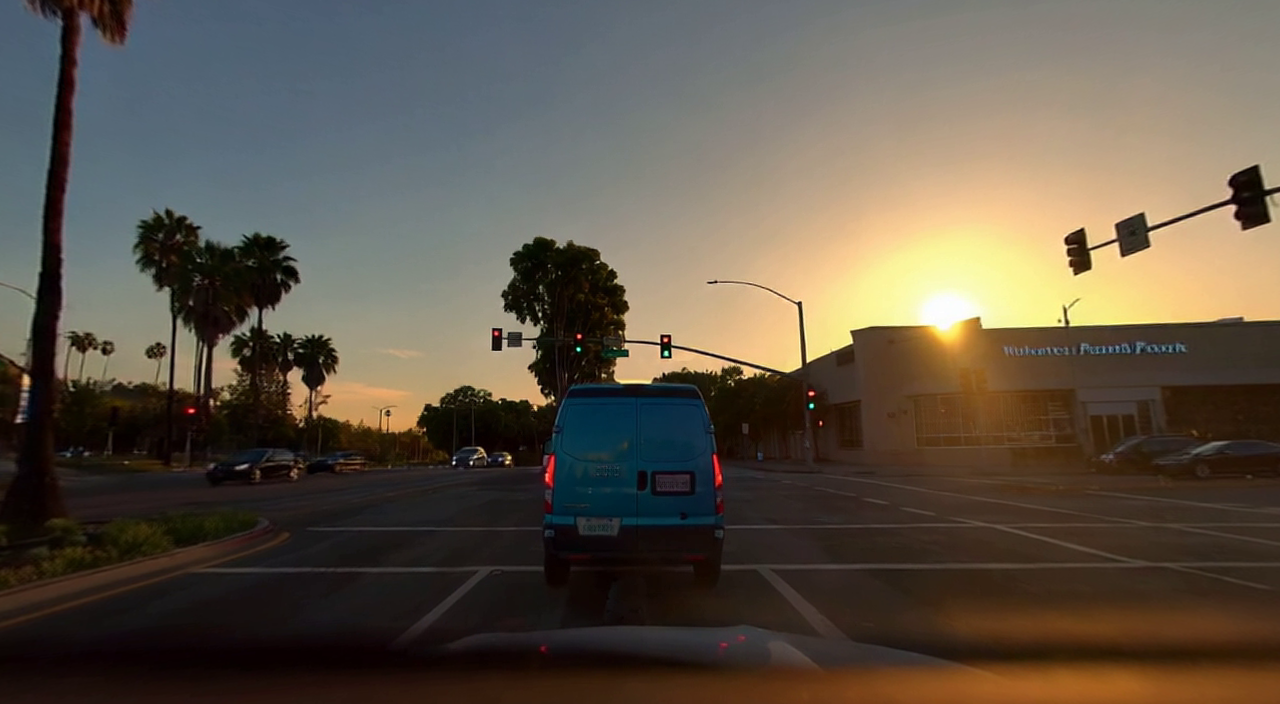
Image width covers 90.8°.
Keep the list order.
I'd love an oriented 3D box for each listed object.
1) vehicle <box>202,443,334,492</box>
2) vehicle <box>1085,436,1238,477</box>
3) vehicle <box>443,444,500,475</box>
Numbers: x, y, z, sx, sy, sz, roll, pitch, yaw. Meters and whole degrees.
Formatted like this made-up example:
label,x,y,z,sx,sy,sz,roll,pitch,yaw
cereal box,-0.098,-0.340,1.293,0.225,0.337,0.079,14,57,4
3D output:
label,x,y,z,sx,sy,sz,roll,pitch,yaw
vehicle,-14.146,4.389,24.441,2.074,1.671,4.755,0,-9,2
vehicle,22.213,4.454,27.070,4.533,1.676,2.236,0,-9,-1
vehicle,-9.716,6.229,36.887,2.074,1.681,4.417,0,-9,1
